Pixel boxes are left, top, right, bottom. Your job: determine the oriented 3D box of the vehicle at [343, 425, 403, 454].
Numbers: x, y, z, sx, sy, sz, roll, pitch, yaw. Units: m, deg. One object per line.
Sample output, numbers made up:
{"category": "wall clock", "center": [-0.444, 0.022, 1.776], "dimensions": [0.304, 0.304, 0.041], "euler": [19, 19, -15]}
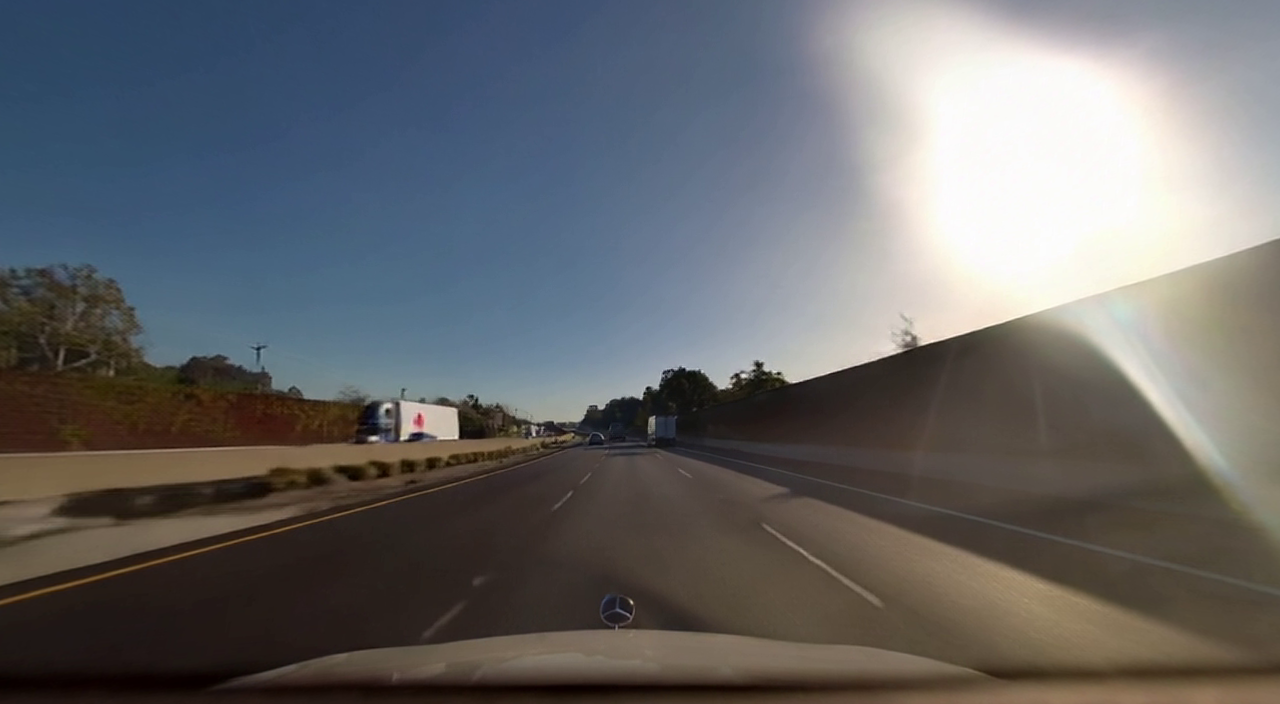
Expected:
{"category": "vehicle", "center": [-20.726, 6.830, 49.179], "dimensions": [2.349, 2.112, 5.803], "euler": [0, -8, -2]}
